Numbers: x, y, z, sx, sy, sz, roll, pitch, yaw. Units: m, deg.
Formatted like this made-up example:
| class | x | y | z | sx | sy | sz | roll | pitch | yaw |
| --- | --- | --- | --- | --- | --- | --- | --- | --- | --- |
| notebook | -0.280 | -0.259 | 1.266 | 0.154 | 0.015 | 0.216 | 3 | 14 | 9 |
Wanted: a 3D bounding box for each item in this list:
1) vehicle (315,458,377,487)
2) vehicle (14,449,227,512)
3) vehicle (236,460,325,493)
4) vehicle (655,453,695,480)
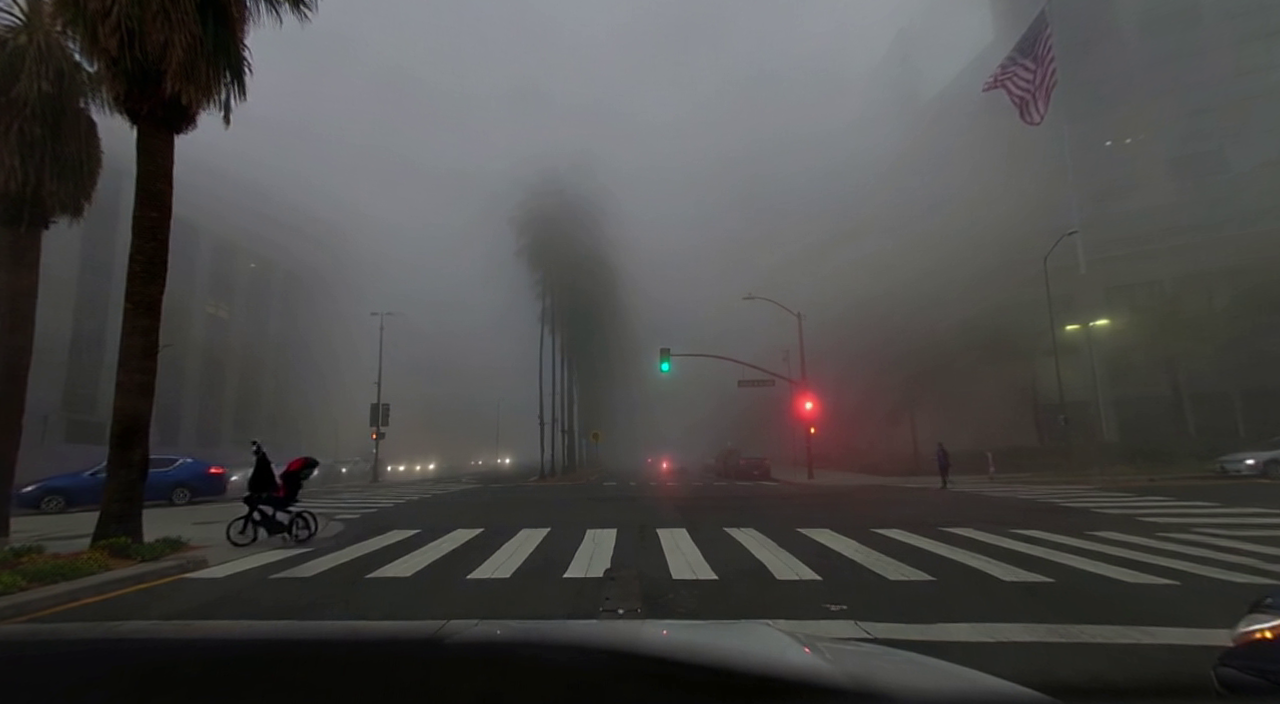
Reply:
| class | x | y | z | sx | sy | sz | roll | pitch | yaw |
| --- | --- | --- | --- | --- | --- | --- | --- | --- | --- |
| vehicle | -20.083 | 8.237 | 43.436 | 2.043 | 1.745 | 4.420 | 0 | -8 | 1 |
| vehicle | -15.053 | 3.707 | 18.712 | 4.499 | 1.594 | 1.898 | 5 | -10 | -29 |
| vehicle | -19.923 | 6.896 | 35.265 | 2.069 | 1.540 | 4.774 | 0 | -8 | 1 |
| vehicle | 2.127 | 7.184 | 39.734 | 2.000 | 1.525 | 4.273 | 0 | -8 | -4 |
